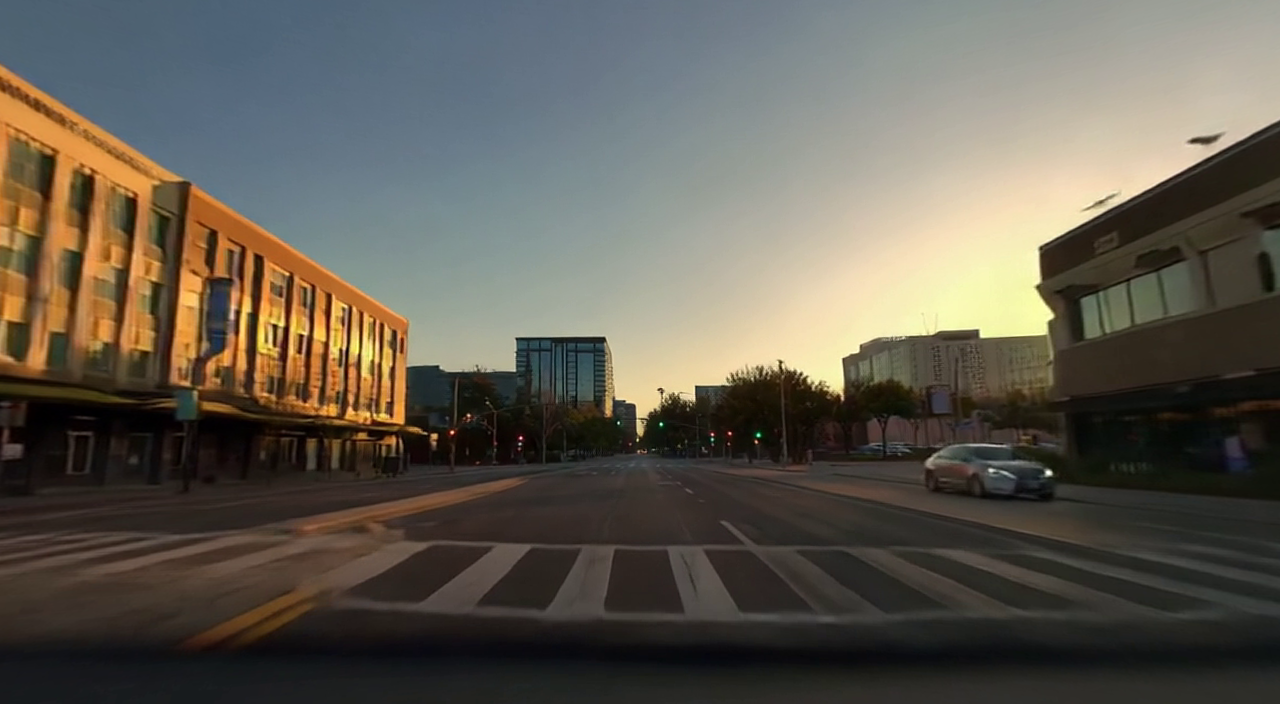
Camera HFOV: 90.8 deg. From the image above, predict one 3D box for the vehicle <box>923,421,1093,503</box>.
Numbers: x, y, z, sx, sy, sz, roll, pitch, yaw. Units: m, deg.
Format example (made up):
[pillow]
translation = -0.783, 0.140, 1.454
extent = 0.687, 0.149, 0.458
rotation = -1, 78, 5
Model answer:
[vehicle]
translation = 10.039, 3.052, 17.800
extent = 2.101, 1.957, 4.718
rotation = 0, -9, 3
